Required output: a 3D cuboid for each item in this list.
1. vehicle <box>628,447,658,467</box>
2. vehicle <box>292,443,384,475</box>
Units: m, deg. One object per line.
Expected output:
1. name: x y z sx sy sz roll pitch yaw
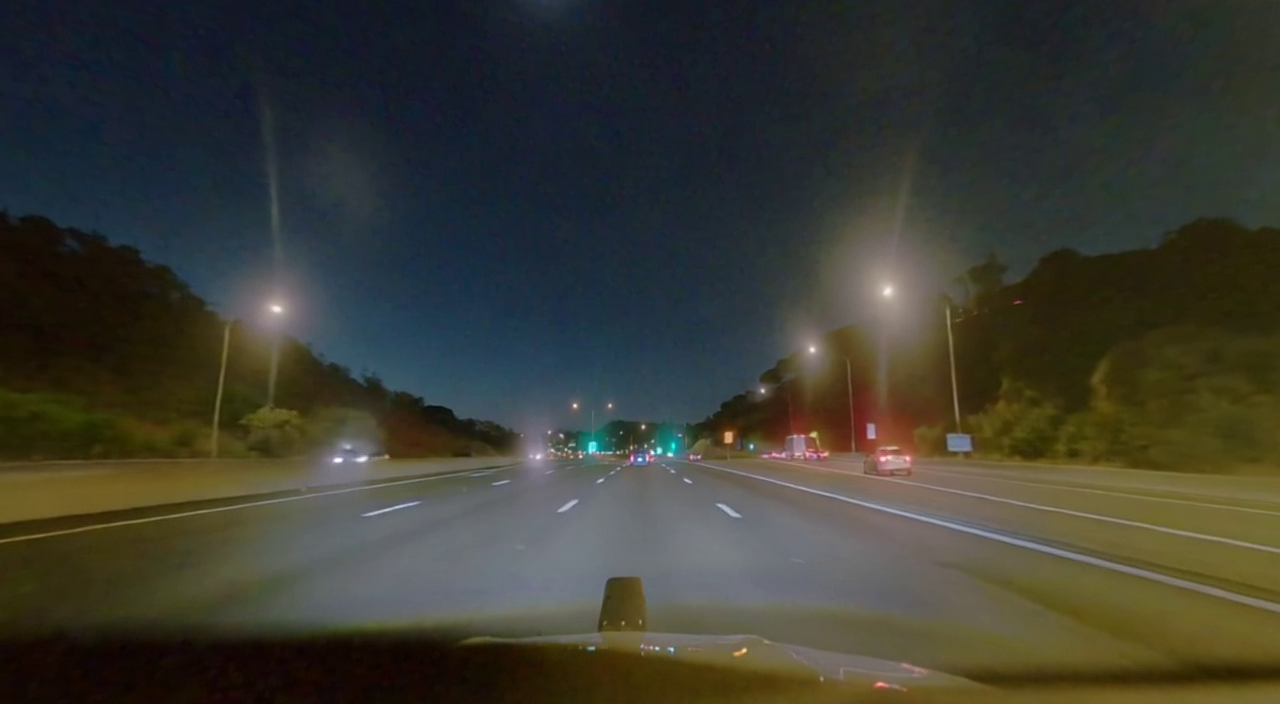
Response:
1. vehicle: 0.199 8.155 49.115 2.193 1.497 4.337 0 -9 -1
2. vehicle: -17.442 6.184 36.854 2.241 1.653 6.297 0 -9 0
